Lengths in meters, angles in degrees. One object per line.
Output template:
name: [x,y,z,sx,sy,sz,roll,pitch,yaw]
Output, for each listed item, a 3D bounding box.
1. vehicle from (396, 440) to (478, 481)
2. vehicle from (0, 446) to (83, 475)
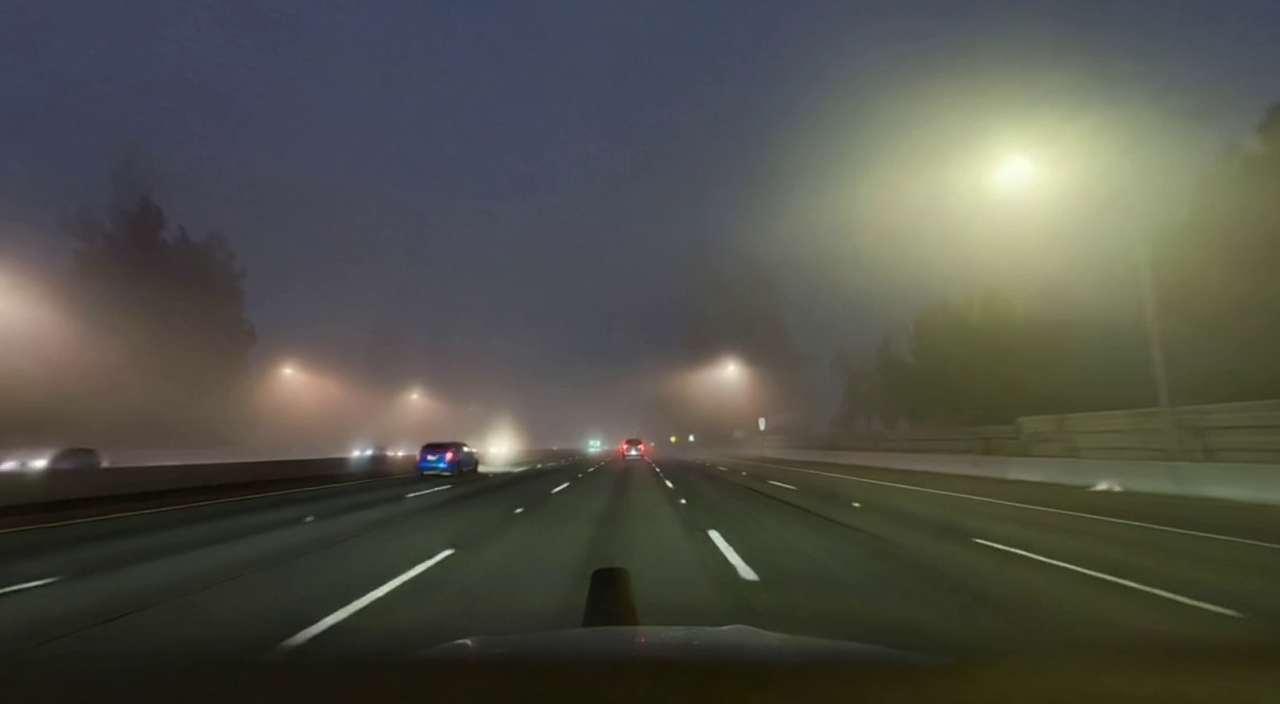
vehicle: [-8.407,4.535,26.598,1.971,1.552,4.465,0,-9,0]
vehicle: [-33.535,5.919,34.654,1.860,1.494,4.521,0,-9,0]
